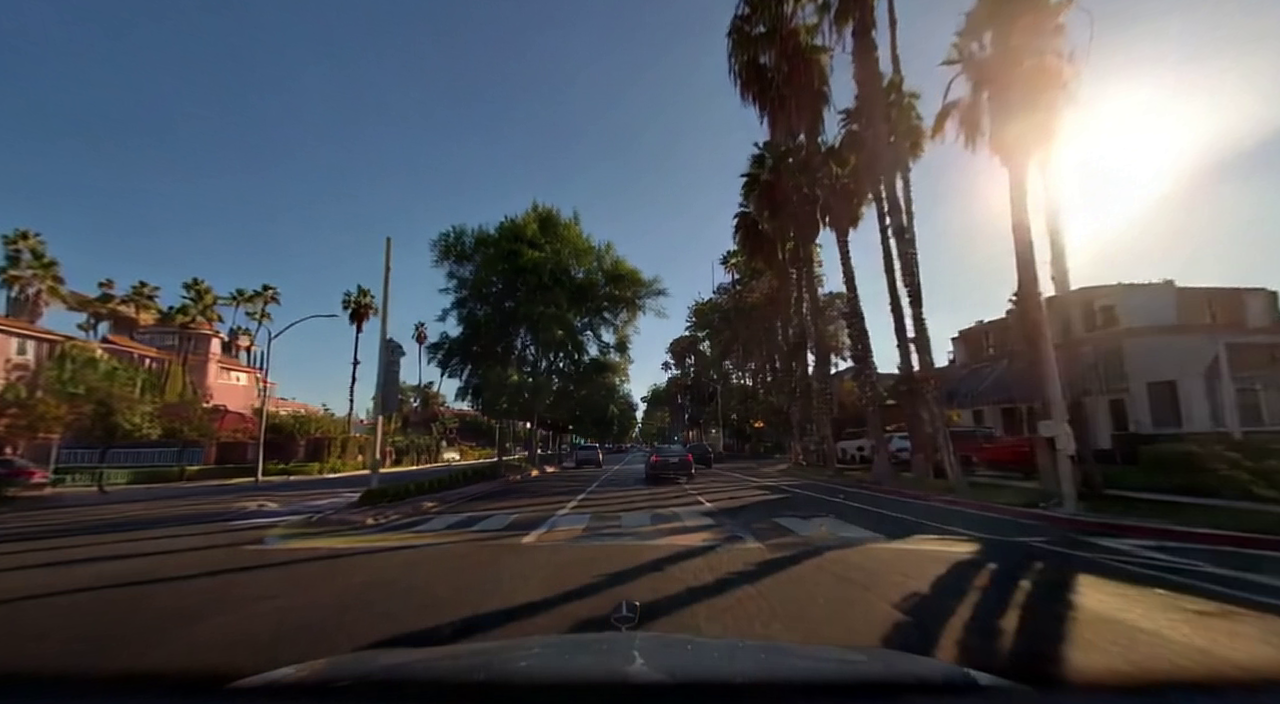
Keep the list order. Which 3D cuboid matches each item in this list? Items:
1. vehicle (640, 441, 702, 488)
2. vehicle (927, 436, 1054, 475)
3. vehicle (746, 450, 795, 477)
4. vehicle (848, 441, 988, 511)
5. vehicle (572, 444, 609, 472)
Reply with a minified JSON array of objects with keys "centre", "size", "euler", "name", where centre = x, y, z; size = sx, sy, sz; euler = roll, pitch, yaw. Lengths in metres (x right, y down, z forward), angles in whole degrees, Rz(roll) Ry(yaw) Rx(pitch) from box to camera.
[{"centre":[1.136,4.423,25.148],"size":[2.084,1.682,4.148],"euler":[1,-9,-3],"name":"vehicle"},{"centre":[15.508,4.601,28.062],"size":[4.489,1.557,1.792],"euler":[-2,-9,2],"name":"vehicle"},{"centre":[7.740,6.608,37.687],"size":[1.947,1.474,4.634],"euler":[0,-9,0],"name":"vehicle"},{"centre":[7.718,3.436,18.008],"size":[2.012,1.737,4.129],"euler":[0,-9,-2],"name":"vehicle"},{"centre":[-3.232,7.054,42.162],"size":[2.084,1.735,4.528],"euler":[0,-8,0],"name":"vehicle"}]
